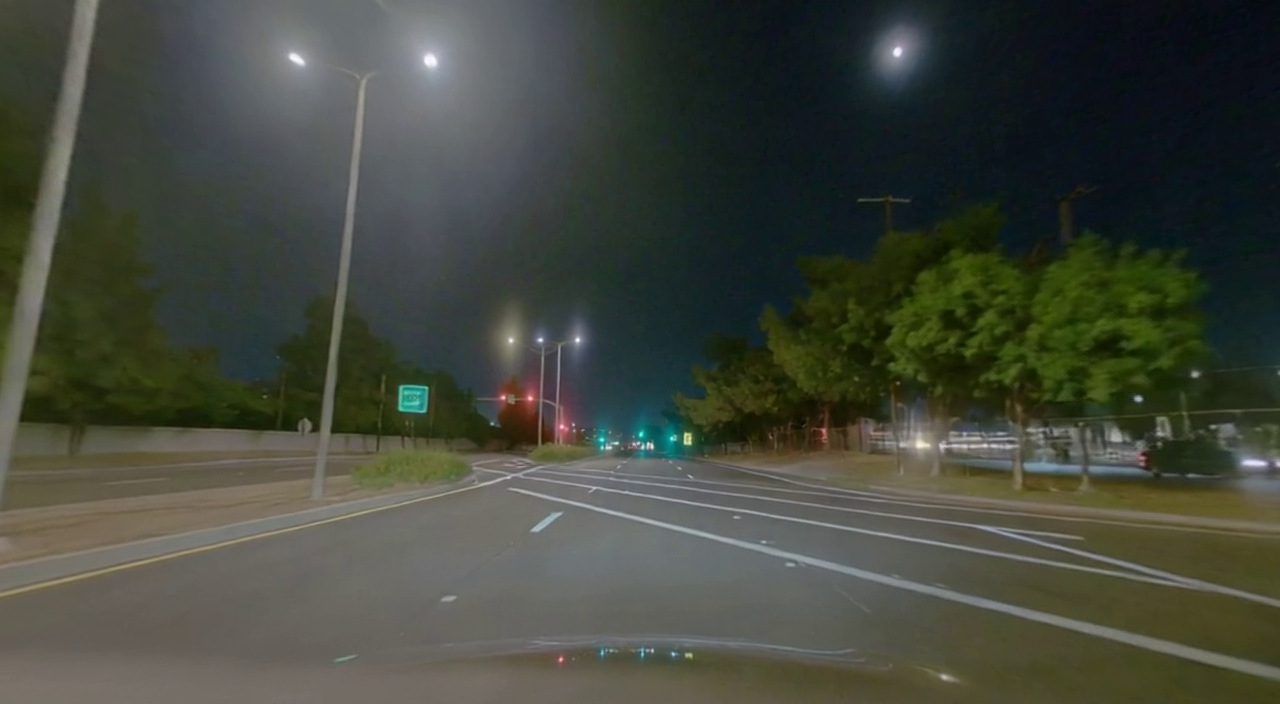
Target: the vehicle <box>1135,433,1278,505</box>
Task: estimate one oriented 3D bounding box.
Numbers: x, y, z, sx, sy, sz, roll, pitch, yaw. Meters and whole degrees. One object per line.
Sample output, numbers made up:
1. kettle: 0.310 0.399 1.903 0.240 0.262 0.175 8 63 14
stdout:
1. vehicle: 15.911 3.254 17.927 1.800 1.840 2.969 -3 -9 17
